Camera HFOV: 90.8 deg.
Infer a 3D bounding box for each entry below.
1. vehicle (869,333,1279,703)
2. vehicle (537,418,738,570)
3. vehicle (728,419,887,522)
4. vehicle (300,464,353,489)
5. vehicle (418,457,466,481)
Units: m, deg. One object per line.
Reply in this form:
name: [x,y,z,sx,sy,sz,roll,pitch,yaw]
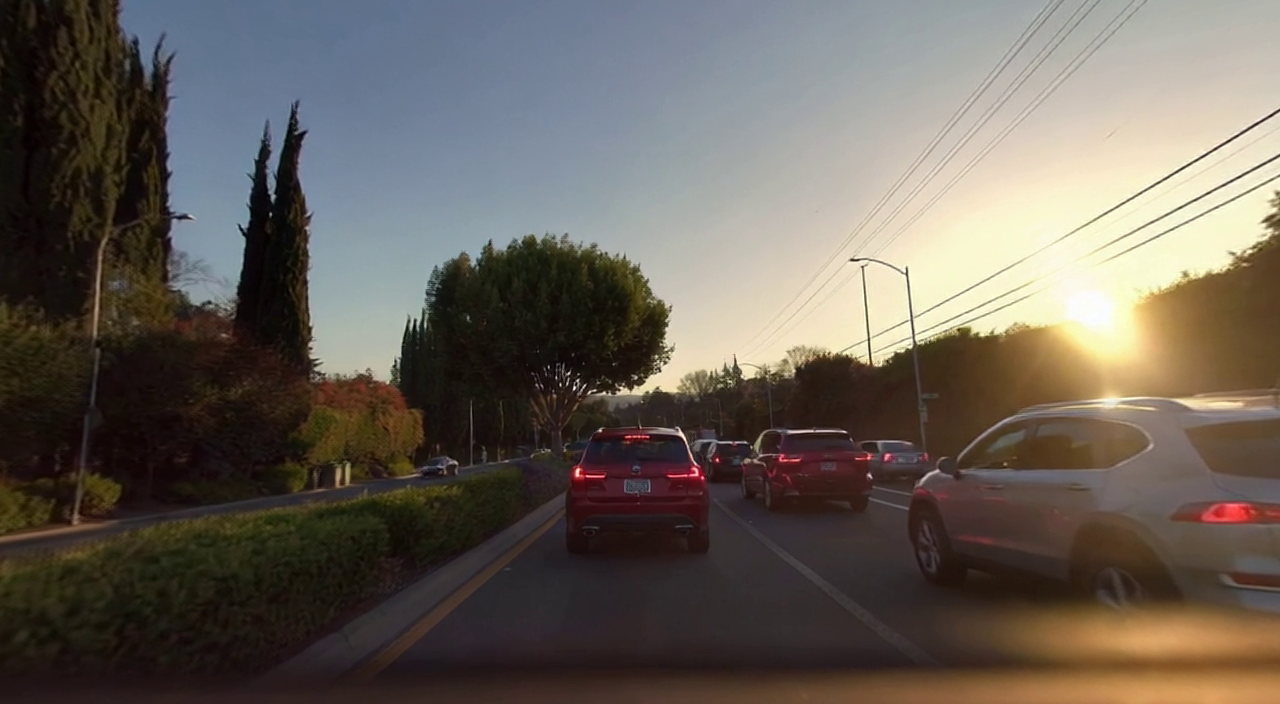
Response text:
vehicle: [3.520,1.073,4.697,2.001,1.707,4.250,0,-8,0]
vehicle: [-0.058,1.869,9.101,2.199,1.641,4.232,0,-8,-1]
vehicle: [3.318,2.453,13.621,2.097,1.818,4.625,0,-8,-1]
vehicle: [-22.835,9.067,46.144,1.847,1.554,3.926,0,-8,-1]
vehicle: [-13.803,8.186,44.387,1.960,1.491,4.700,0,-8,-1]
